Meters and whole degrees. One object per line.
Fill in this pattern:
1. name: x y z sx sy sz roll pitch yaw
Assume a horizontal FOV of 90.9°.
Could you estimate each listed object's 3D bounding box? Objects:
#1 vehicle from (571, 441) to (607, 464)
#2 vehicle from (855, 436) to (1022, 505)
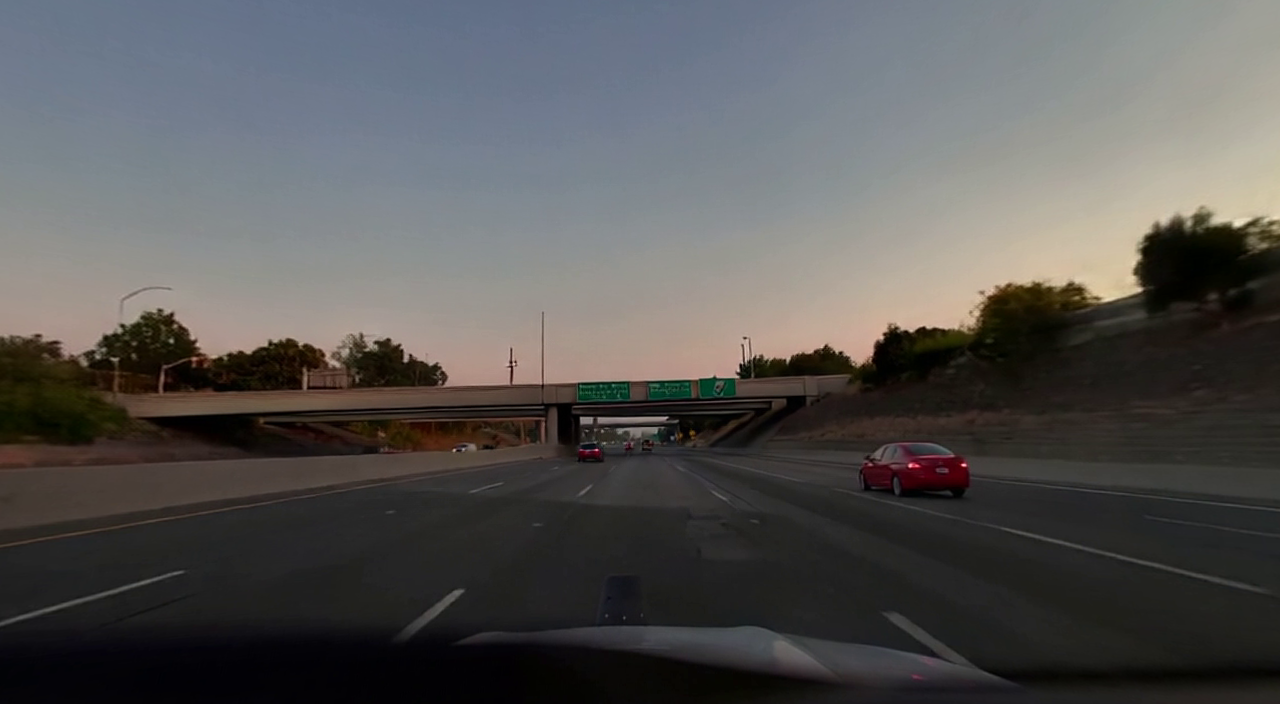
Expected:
1. vehicle: -3.629 7.258 45.579 2.085 1.533 4.861 0 -8 1
2. vehicle: 7.157 2.871 15.792 1.914 1.465 4.574 0 -8 0
